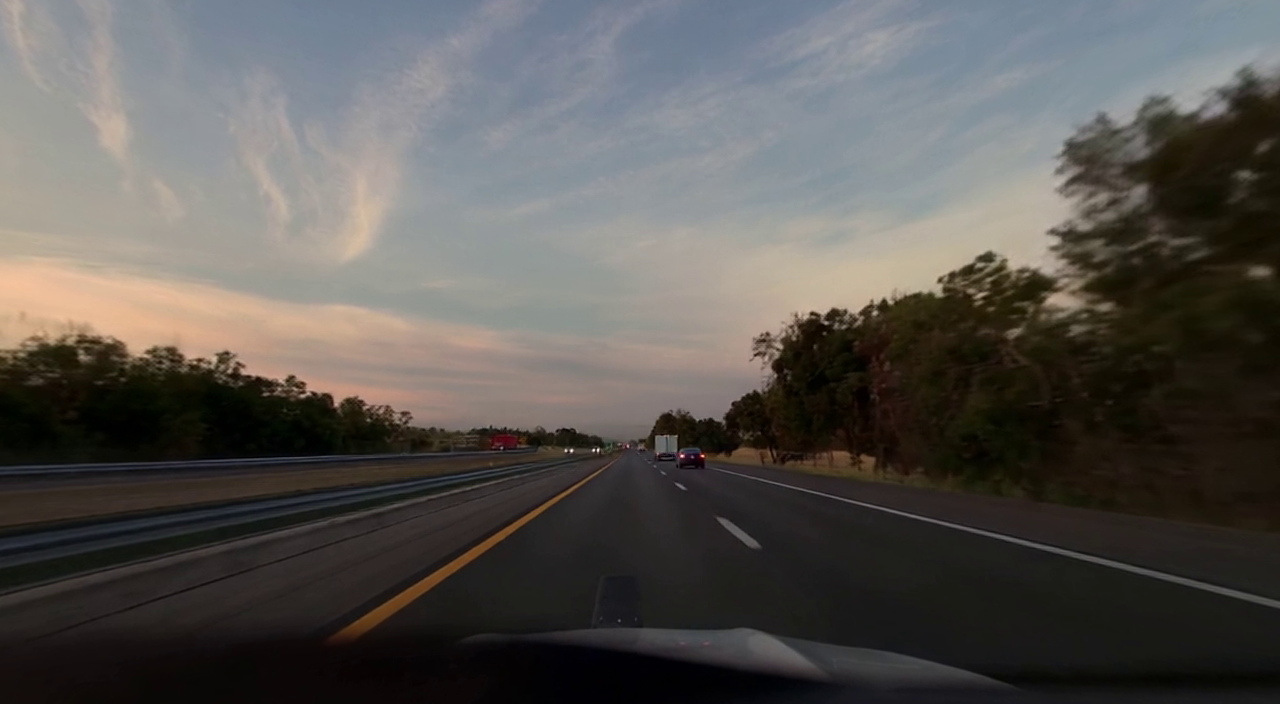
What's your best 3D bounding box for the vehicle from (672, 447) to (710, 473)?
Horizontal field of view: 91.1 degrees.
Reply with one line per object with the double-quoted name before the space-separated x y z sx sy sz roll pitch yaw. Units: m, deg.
"vehicle" 3.029 6.451 37.752 1.836 1.459 3.766 0 -9 -2
